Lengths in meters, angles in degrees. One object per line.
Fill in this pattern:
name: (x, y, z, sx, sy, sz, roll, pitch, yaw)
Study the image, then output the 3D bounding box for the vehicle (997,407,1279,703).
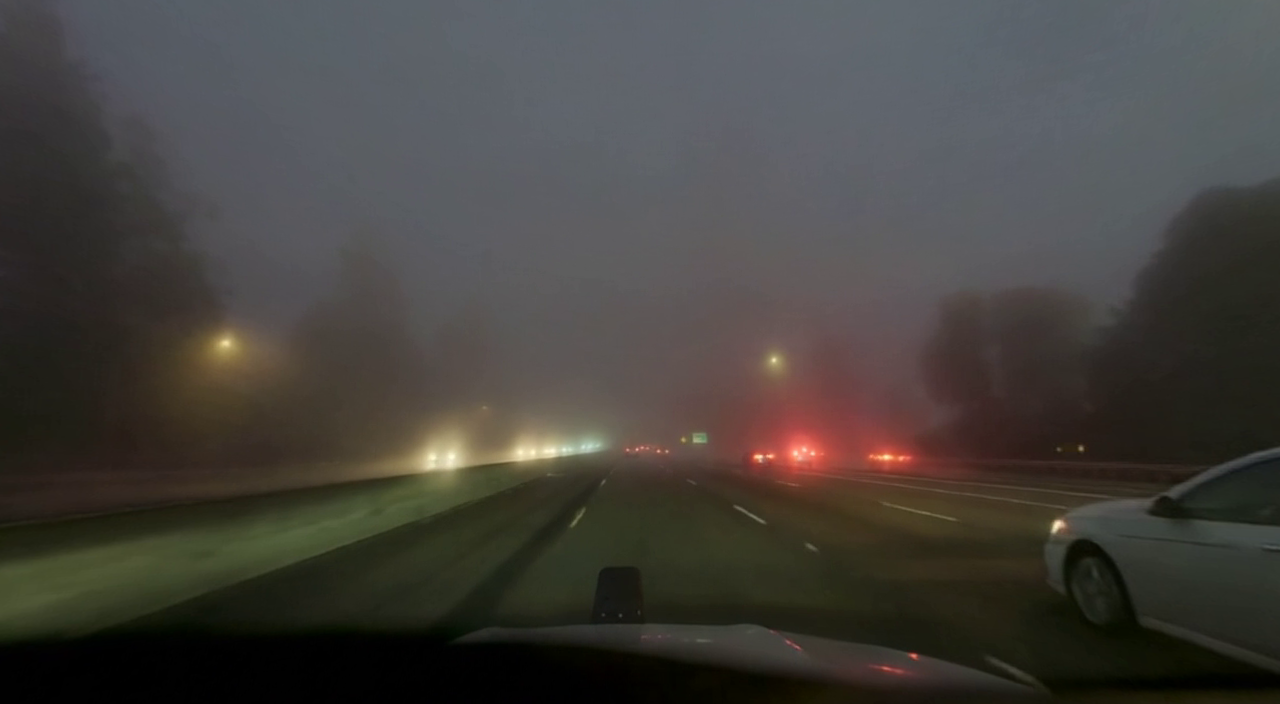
vehicle: (3.859, 0.951, 2.525, 2.018, 1.477, 4.800, 0, -9, -1)
